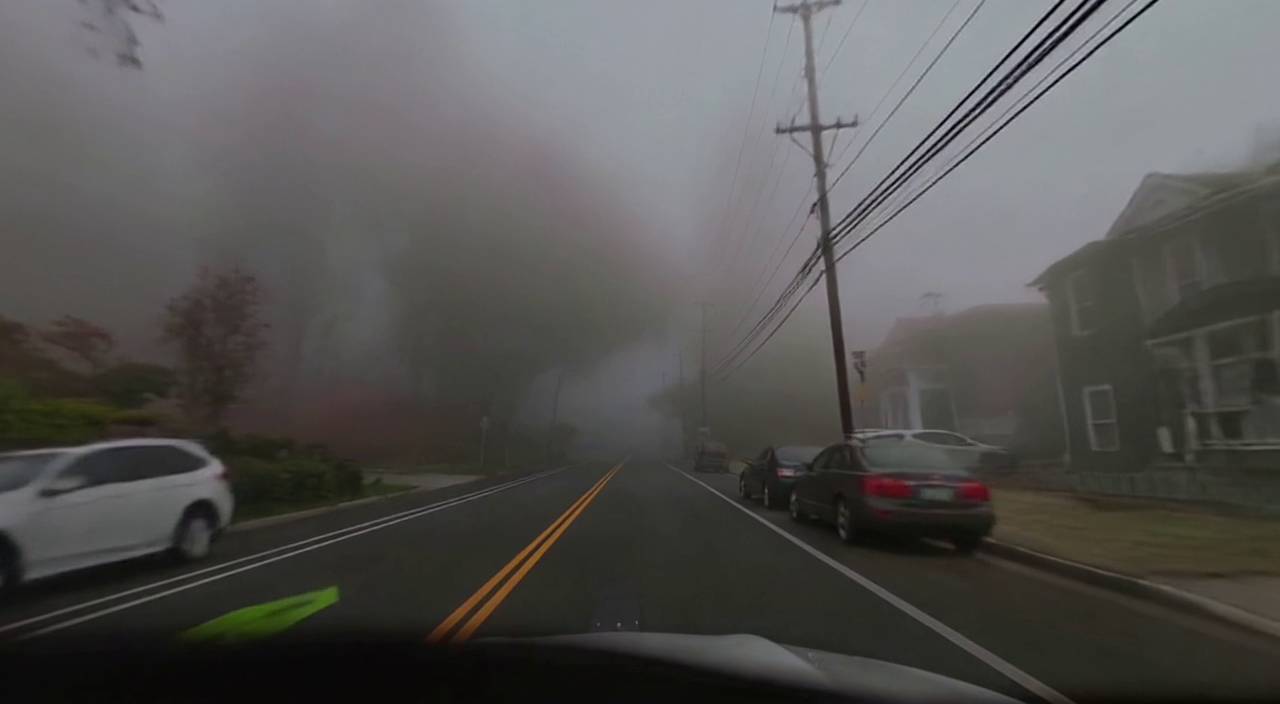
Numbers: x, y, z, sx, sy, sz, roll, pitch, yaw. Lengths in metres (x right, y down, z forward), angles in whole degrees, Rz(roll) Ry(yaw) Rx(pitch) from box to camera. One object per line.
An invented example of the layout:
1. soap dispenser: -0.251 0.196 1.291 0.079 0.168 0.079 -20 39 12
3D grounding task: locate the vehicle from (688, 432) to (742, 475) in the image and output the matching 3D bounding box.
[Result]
1. vehicle: 3.748 5.159 32.290 2.088 2.019 4.802 0 -8 -1

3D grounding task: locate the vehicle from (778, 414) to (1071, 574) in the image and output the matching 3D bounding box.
1. vehicle: 3.536 1.853 9.128 1.955 1.665 4.818 0 -8 0

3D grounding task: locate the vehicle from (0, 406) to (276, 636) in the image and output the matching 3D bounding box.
1. vehicle: -6.387 1.668 7.140 1.947 1.930 4.306 -2 -7 0
